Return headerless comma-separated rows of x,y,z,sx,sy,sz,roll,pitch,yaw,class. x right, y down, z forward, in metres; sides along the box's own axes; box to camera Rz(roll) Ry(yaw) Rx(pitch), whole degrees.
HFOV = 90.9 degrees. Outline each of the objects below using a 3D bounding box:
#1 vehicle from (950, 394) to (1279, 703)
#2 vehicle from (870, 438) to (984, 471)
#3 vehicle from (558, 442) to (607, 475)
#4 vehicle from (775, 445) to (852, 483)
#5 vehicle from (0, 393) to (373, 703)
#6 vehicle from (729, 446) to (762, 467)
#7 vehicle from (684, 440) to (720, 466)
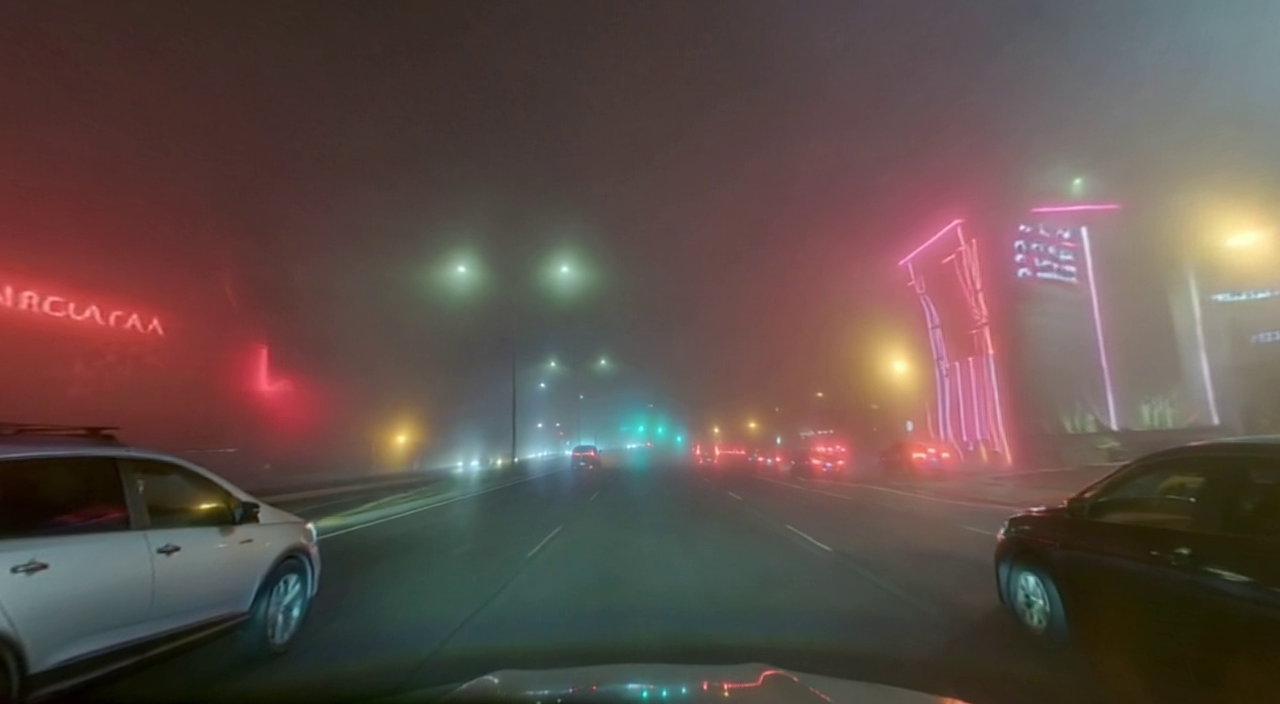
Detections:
3.293,0.911,2.326,1.981,1.499,4.536,0,-9,0,vehicle
15.898,5.684,35.141,5.370,1.699,1.996,-8,-12,41,vehicle
-2.828,5.309,31.758,1.917,1.511,4.436,-1,-9,2,vehicle
7.489,4.862,27.681,1.976,1.469,4.576,0,-9,-1,vehicle
-3.362,0.986,2.747,2.155,1.504,4.776,-1,-9,2,vehicle
7.627,7.593,45.750,1.654,1.440,3.647,0,-9,-1,vehicle
4.323,7.133,44.527,2.007,1.683,4.171,0,-9,-1,vehicle
